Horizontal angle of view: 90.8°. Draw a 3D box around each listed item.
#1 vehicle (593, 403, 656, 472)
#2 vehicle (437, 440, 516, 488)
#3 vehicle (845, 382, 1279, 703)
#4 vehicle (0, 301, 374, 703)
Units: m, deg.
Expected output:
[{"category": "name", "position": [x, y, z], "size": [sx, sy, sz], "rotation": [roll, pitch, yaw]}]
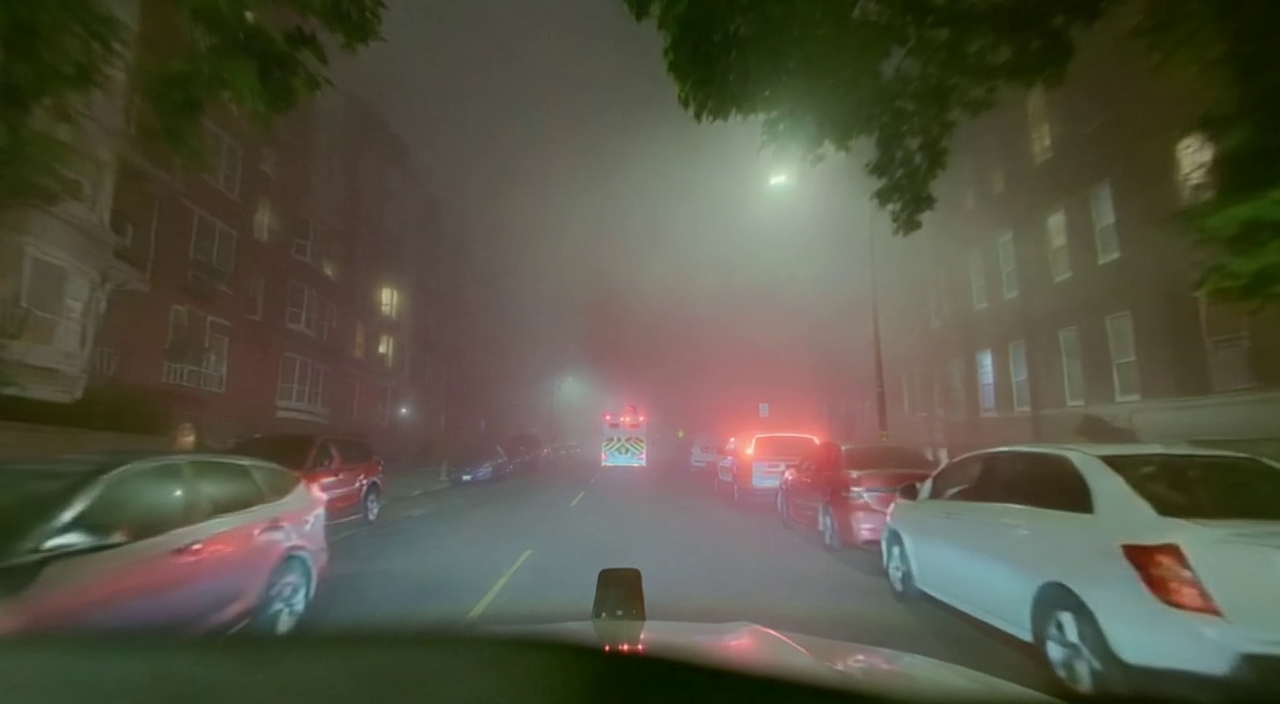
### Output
[{"category": "vehicle", "position": [-0.768, 4.285, 31.457], "size": [2.754, 3.008, 7.730], "rotation": [0, -8, -1]}, {"category": "vehicle", "position": [-6.136, 4.221, 24.224], "size": [1.967, 1.492, 4.781], "rotation": [-4, -8, -4]}, {"category": "vehicle", "position": [3.152, 1.190, 4.096], "size": [2.035, 1.549, 4.373], "rotation": [2, -8, -3]}, {"category": "vehicle", "position": [-3.114, 0.881, 2.873], "size": [2.029, 1.802, 4.229], "rotation": [-1, -8, -1]}]
